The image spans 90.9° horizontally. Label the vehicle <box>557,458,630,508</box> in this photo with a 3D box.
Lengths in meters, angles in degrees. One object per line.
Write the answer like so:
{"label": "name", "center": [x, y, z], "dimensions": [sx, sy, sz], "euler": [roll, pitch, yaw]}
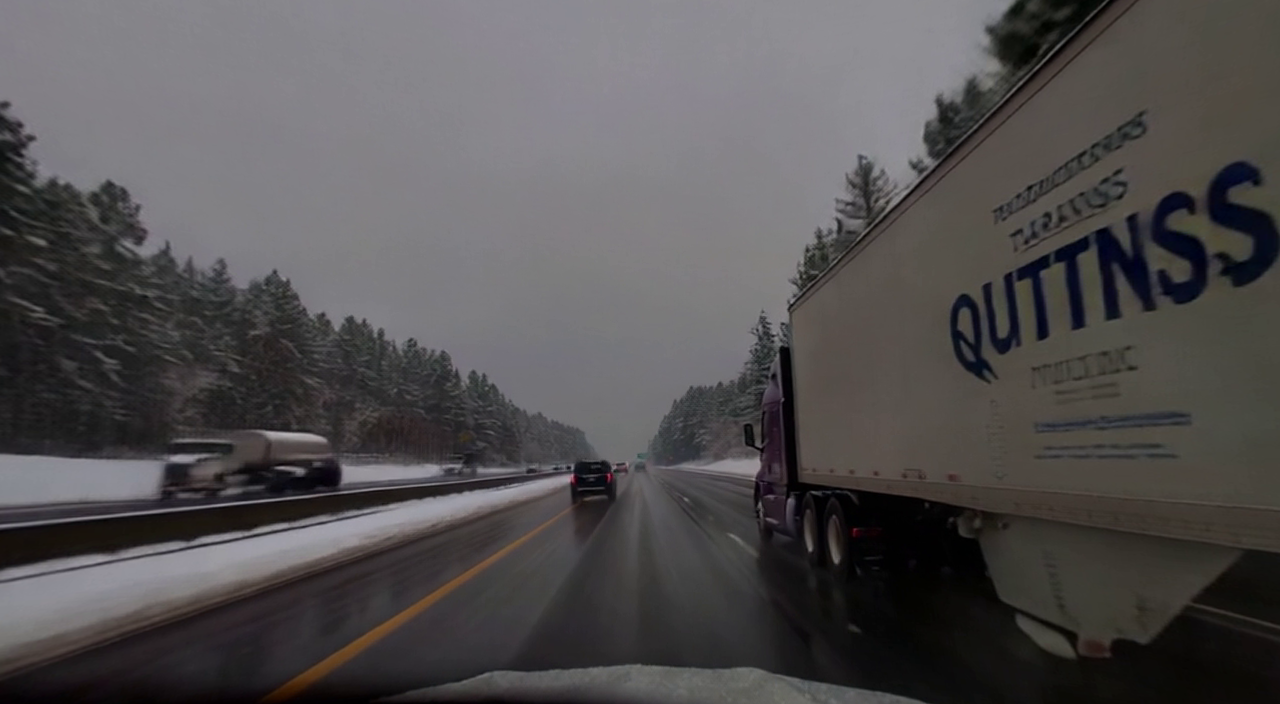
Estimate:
{"label": "vehicle", "center": [-1.383, 4.153, 20.249], "dimensions": [2.032, 1.407, 3.641], "euler": [0, -10, 1]}

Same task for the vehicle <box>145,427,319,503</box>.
{"label": "vehicle", "center": [-20.494, 5.830, 32.625], "dimensions": [2.862, 3.296, 8.901], "euler": [0, -10, 1]}

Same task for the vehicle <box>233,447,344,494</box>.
{"label": "vehicle", "center": [-15.831, 5.393, 28.791], "dimensions": [2.090, 1.914, 5.099], "euler": [1, -10, 0]}

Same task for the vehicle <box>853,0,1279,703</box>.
{"label": "vehicle", "center": [3.866, -0.316, 1.375], "dimensions": [2.871, 4.032, 10.642], "euler": [1, -10, -1]}
